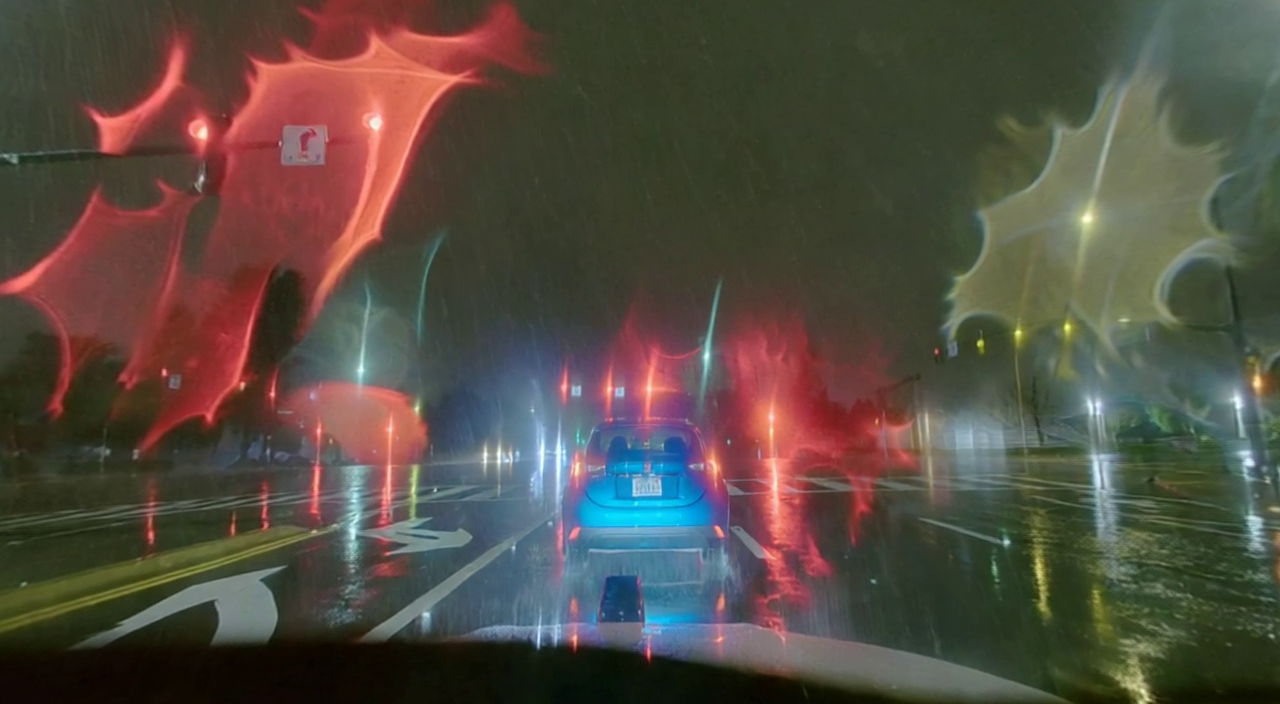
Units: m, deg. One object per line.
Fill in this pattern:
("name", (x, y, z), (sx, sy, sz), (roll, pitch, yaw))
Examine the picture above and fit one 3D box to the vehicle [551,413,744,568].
("vehicle", (0.041, 1.755, 8.706), (2.027, 1.626, 3.942), (0, -8, -1))
